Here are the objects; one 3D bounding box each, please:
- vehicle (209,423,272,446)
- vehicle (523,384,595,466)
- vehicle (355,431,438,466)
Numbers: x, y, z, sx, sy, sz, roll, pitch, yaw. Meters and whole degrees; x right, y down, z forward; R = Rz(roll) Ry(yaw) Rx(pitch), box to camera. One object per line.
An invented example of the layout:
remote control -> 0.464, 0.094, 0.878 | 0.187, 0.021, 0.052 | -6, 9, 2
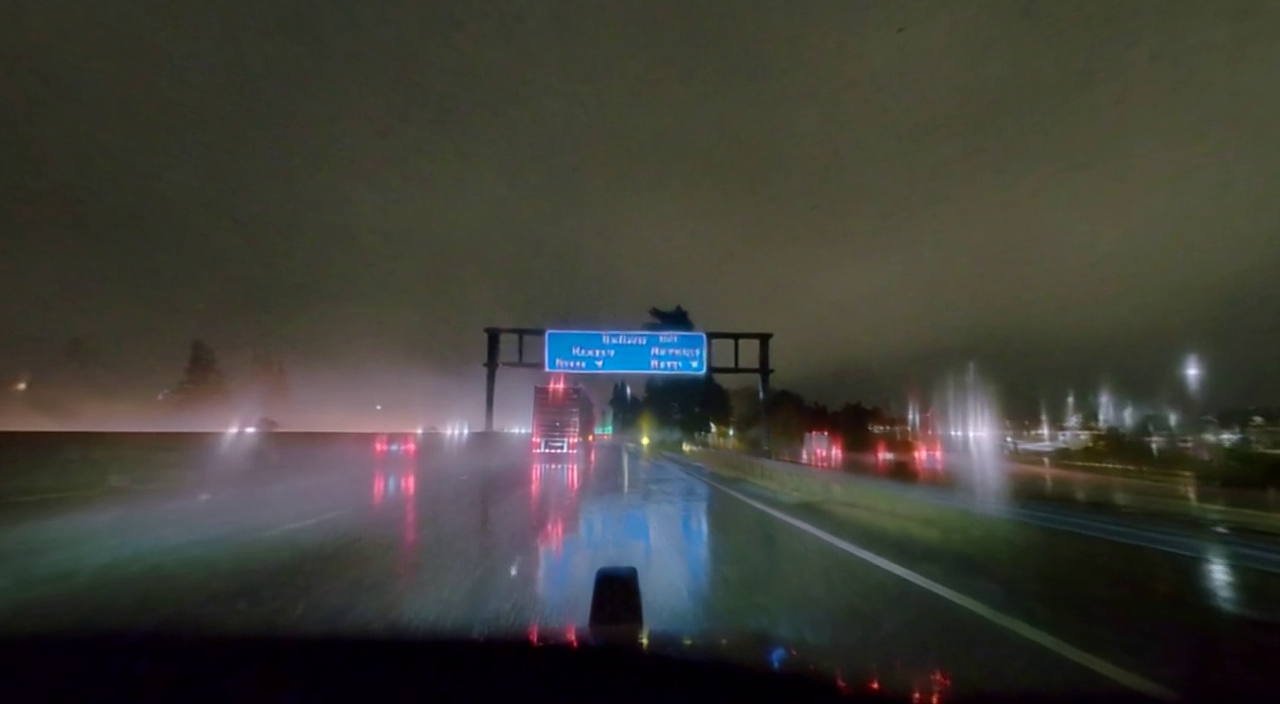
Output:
vehicle -> -28.438, 5.911, 44.925 | 1.872, 1.586, 4.129 | 0, -8, -1
vehicle -> -4.424, 4.477, 37.235 | 3.002, 3.987, 12.477 | 1, -8, -2
vehicle -> -11.579, 4.589, 30.298 | 2.138, 1.531, 4.864 | 0, -8, -2
